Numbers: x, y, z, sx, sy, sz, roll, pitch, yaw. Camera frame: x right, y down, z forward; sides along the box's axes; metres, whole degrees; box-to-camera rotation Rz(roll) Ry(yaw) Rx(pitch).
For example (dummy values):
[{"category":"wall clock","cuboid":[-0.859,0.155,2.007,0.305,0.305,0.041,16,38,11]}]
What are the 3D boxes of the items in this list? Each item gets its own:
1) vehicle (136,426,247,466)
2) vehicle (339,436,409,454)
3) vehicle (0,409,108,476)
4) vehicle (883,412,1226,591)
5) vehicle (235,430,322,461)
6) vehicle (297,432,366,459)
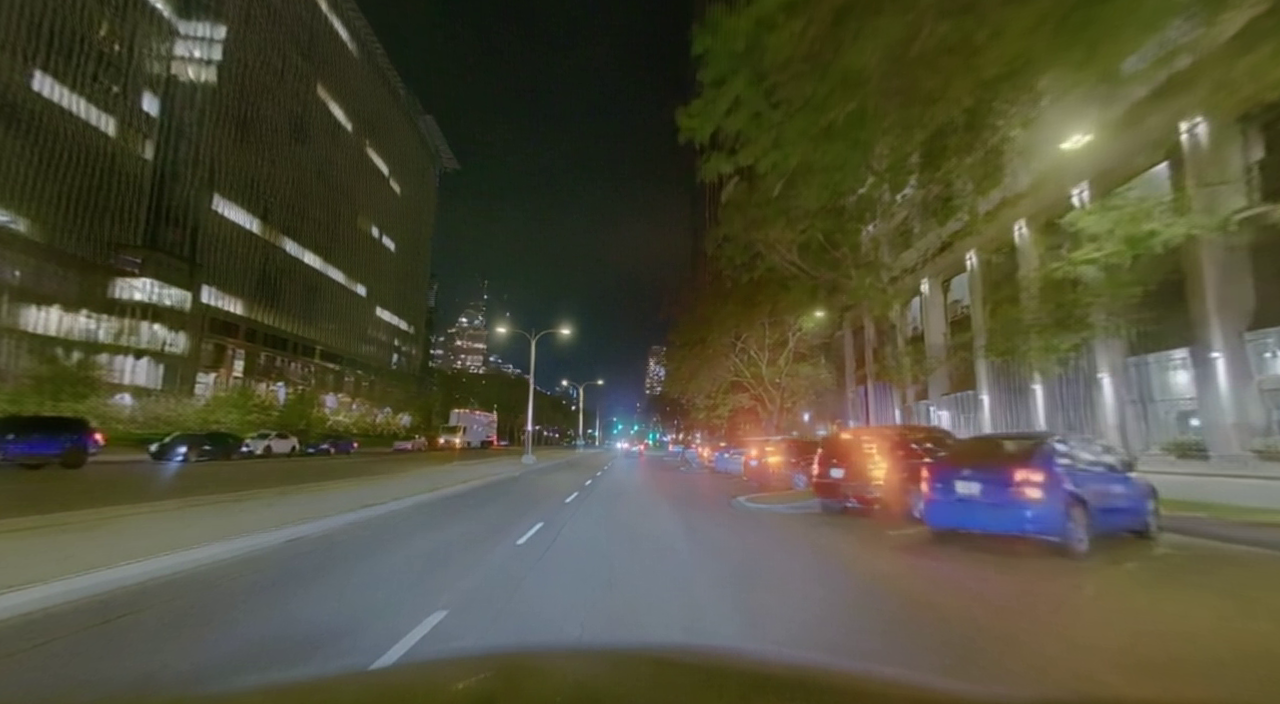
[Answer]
[{"category":"vehicle","cuboid":[-18.673,3.944,26.468,1.807,1.501,4.134,0,-8,-3]},{"category":"vehicle","cuboid":[-19.403,6.804,46.325,2.389,1.206,6.247,-1,-7,1]},{"category":"vehicle","cuboid":[-18.676,2.609,18.465,1.972,1.839,4.553,3,-8,1]},{"category":"vehicle","cuboid":[4.912,1.529,7.323,4.047,1.497,1.898,5,-10,-36]},{"category":"vehicle","cuboid":[-18.601,4.836,32.648,1.811,1.502,4.639,0,-8,0]},{"category":"vehicle","cuboid":[-18.869,5.757,38.754,1.869,1.494,4.833,0,-8,-2]}]
